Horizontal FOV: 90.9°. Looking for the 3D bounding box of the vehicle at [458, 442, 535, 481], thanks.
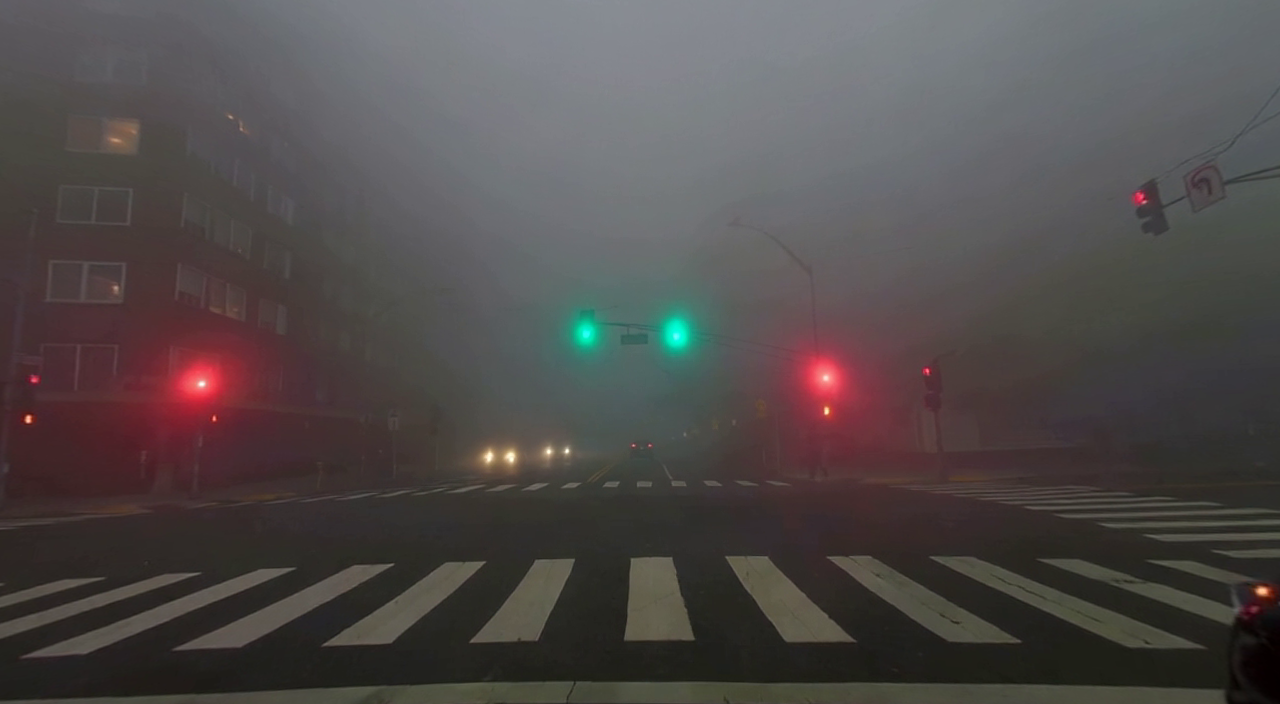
[{"bbox_3d":[-5.883,4.544,26.482,2.127,1.473,4.428,0,-8,1],"label":"vehicle"}]
